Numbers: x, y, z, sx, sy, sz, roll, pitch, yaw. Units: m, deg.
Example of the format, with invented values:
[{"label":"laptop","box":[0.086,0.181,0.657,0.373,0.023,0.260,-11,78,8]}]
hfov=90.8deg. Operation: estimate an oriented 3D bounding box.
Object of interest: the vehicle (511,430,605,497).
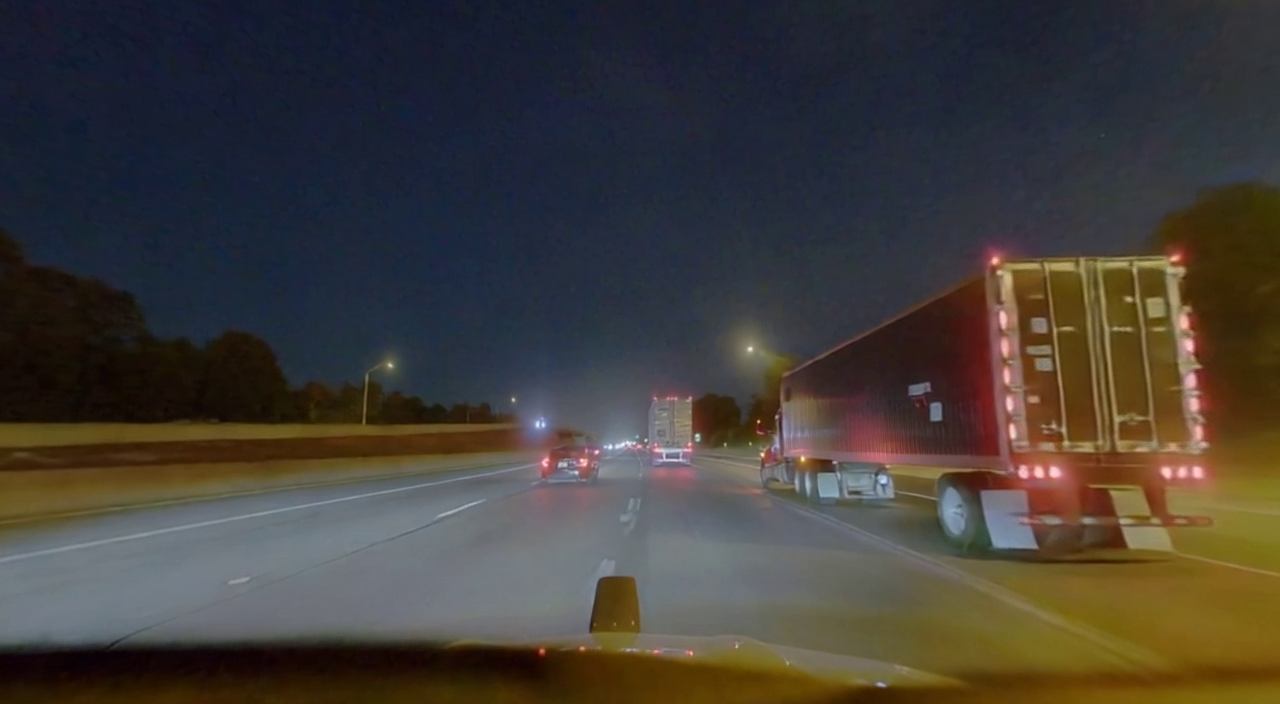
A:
[{"label":"vehicle","box":[-2.241,3.228,18.653,2.077,1.716,4.514,0,-9,1]}]

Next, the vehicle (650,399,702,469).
[{"label":"vehicle","box":[2.208,5.509,41.826,2.964,4.063,10.072,0,-9,1]}]
